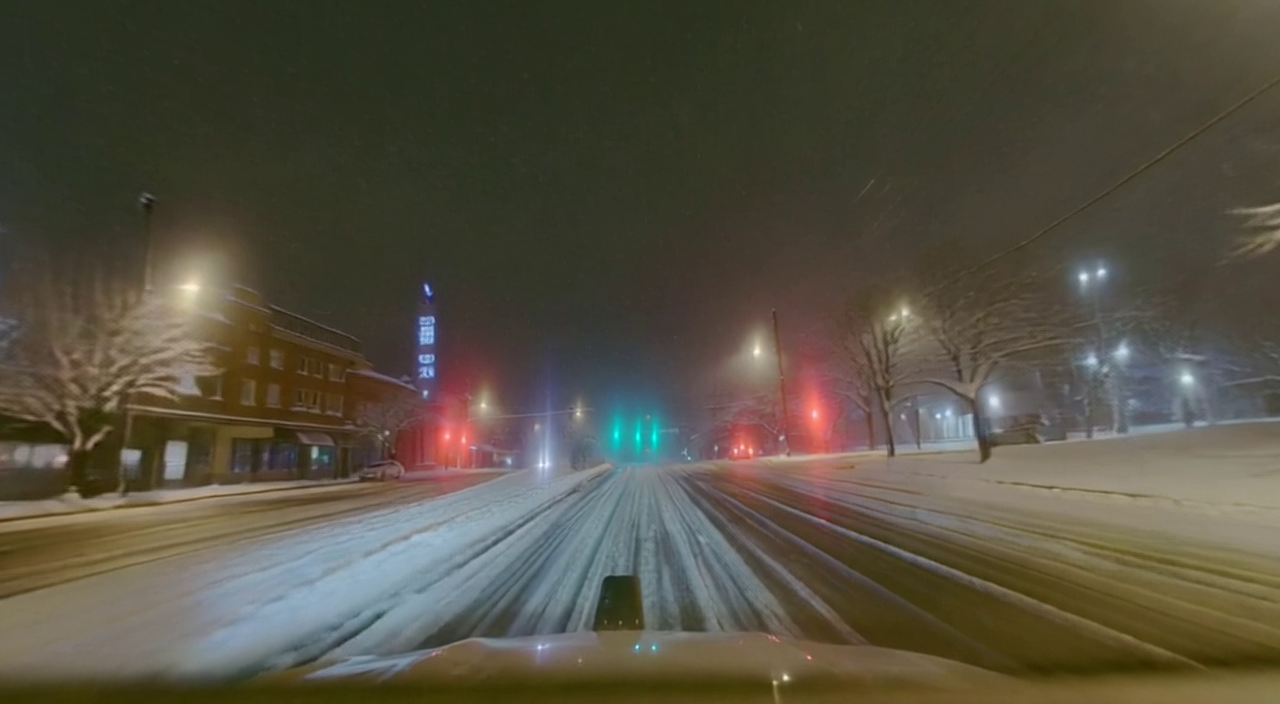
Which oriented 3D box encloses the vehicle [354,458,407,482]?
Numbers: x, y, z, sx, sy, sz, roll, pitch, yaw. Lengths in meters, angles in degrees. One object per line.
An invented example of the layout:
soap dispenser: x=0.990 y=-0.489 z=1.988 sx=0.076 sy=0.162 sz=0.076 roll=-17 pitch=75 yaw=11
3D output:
vehicle: x=-19.059 y=8.661 z=46.616 sx=2.010 sy=1.504 sz=4.820 roll=-5 pitch=-10 yaw=-2
